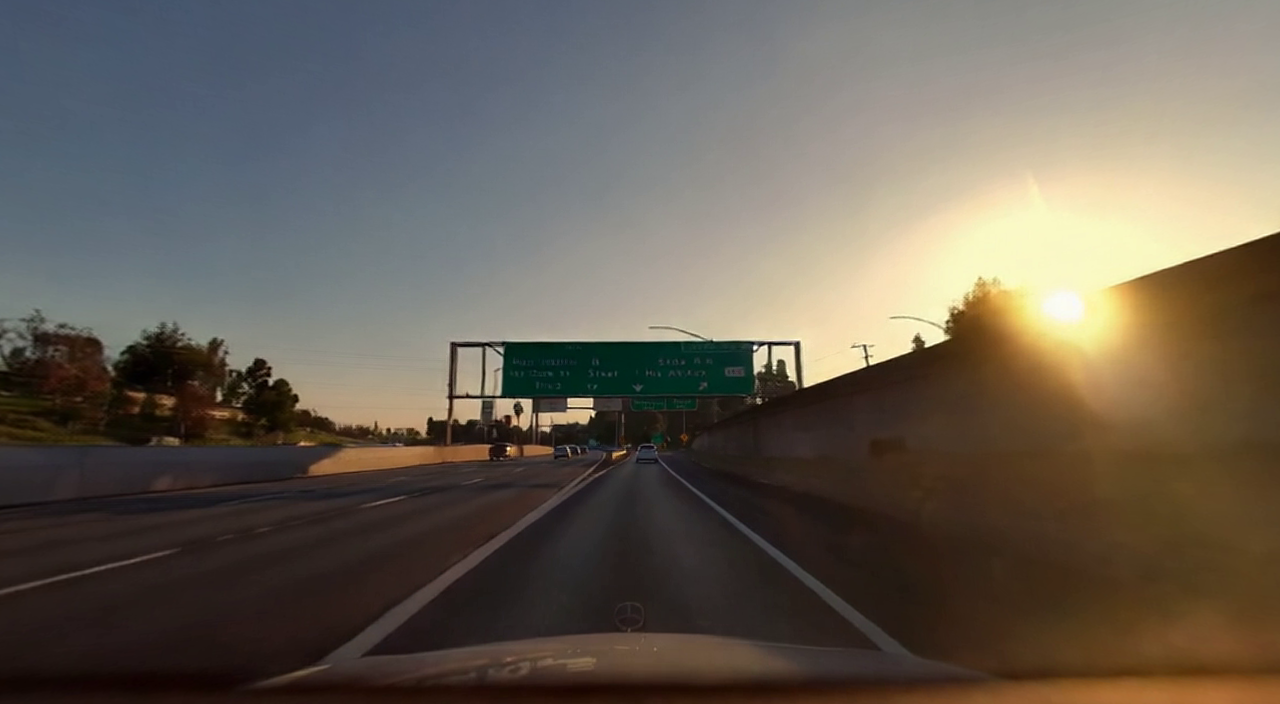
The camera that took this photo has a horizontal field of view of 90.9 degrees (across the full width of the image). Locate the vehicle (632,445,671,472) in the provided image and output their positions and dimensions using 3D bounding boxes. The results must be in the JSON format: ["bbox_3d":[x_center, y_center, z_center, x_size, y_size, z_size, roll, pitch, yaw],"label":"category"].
[{"bbox_3d":[0.611,6.103,36.442,2.137,1.461,3.999,0,-8,0],"label":"vehicle"}]
